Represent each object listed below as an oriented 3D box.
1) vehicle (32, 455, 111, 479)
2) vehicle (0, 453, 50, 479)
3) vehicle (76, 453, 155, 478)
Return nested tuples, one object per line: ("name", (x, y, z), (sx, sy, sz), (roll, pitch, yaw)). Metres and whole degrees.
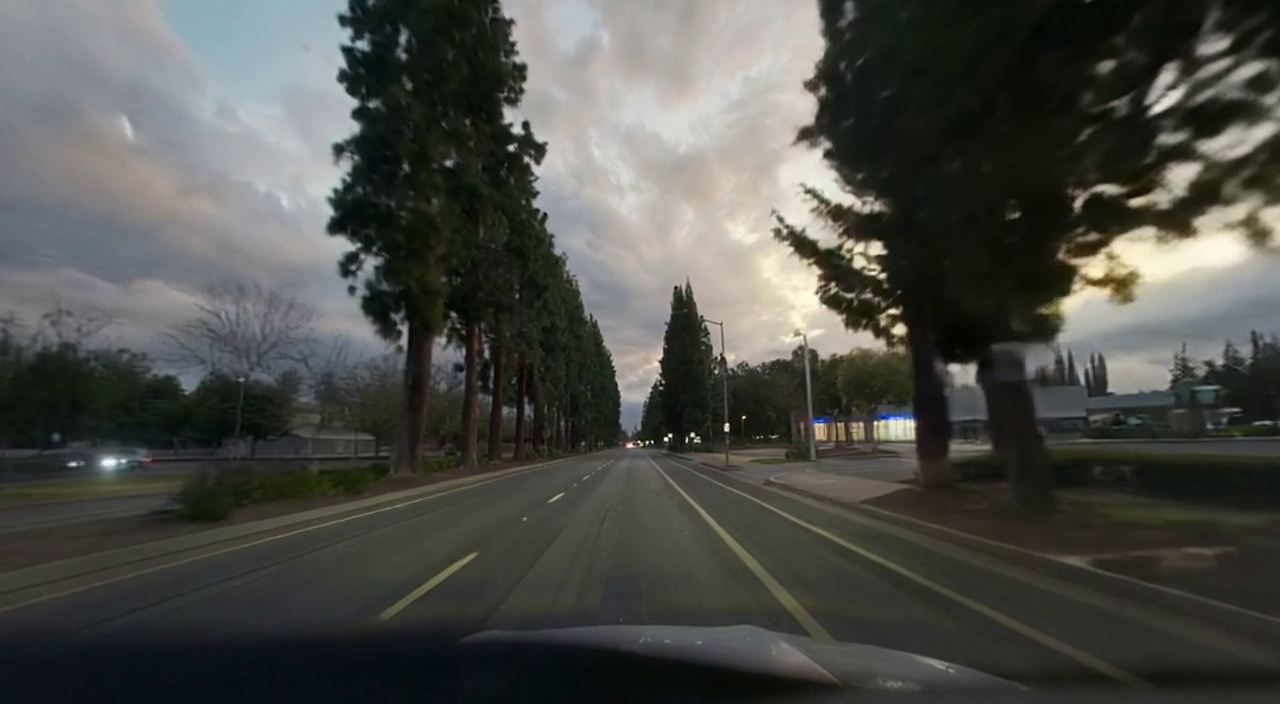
("vehicle", (-41.744, 8.465, 46.536), (1.943, 1.629, 4.062), (-1, -9, 2))
("vehicle", (-47.117, 8.449, 46.981), (1.994, 1.839, 4.482), (0, -8, 1))
("vehicle", (-39.040, 8.457, 47.173), (1.957, 1.685, 4.471), (-1, -9, 1))
